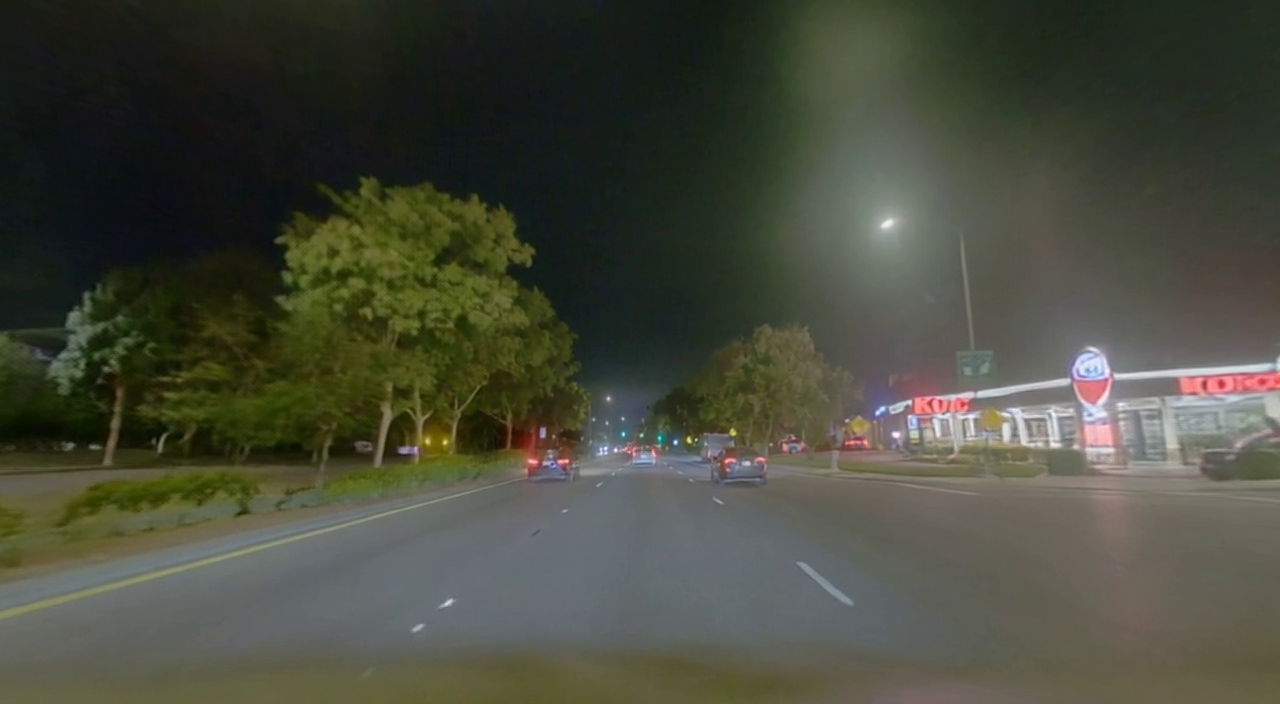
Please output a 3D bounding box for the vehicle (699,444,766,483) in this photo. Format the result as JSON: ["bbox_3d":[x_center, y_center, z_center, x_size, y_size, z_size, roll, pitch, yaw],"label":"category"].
[{"bbox_3d":[3.723,4.543,26.141,2.012,1.462,4.400,0,-8,-1],"label":"vehicle"}]

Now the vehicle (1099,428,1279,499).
[{"bbox_3d":[14.634,2.740,15.713,4.578,1.620,2.047,-2,-9,12],"label":"vehicle"}]

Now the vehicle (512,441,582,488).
[{"bbox_3d":[-3.440,4.244,24.123,1.995,1.607,4.086,0,-8,1],"label":"vehicle"}]

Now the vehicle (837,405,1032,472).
[{"bbox_3d":[14.853,4.490,32.417,8.343,3.028,3.002,-2,-9,3],"label":"vehicle"}]

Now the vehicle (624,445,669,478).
[{"bbox_3d":[0.282,5.334,31.108,2.059,1.477,4.216,0,-8,0],"label":"vehicle"}]
